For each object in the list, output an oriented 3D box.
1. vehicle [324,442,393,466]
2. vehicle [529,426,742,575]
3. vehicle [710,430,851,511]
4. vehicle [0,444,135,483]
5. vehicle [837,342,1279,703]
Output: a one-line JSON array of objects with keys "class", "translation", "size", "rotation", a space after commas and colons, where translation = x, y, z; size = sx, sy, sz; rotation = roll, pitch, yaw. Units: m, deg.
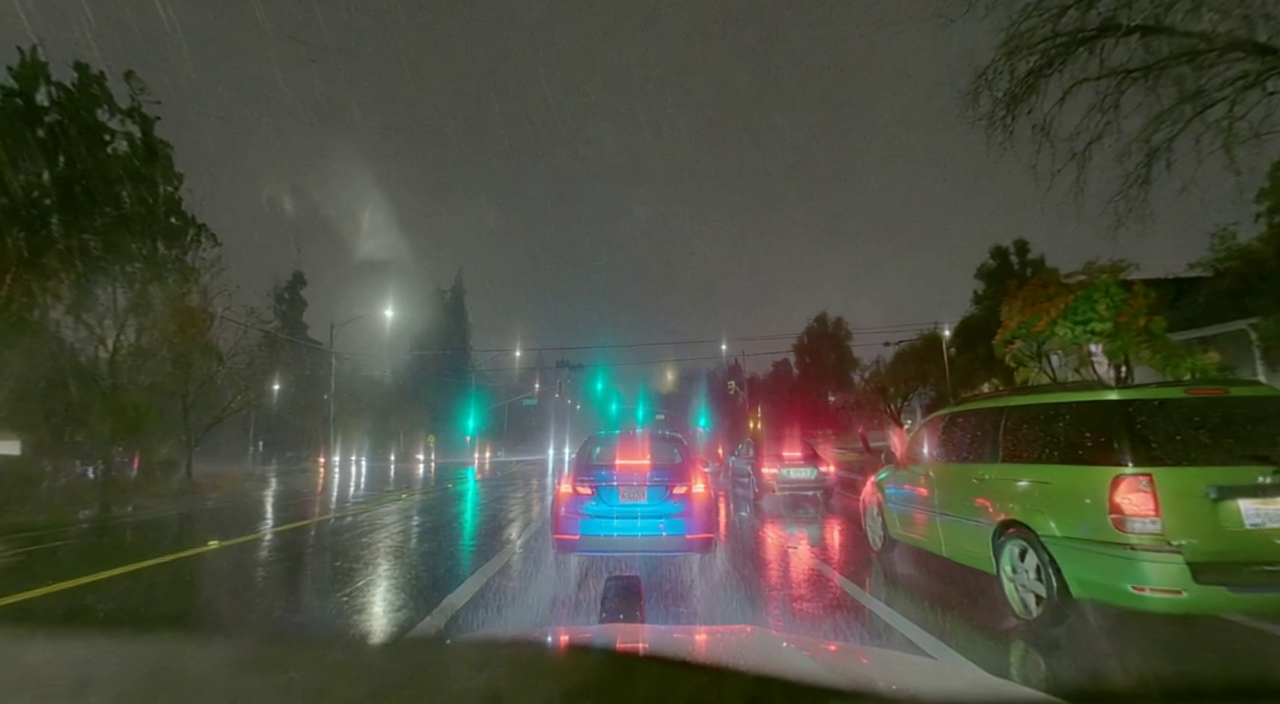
[{"class": "vehicle", "translation": [-19.930, 7.249, 44.862], "size": [3.957, 1.630, 1.881], "rotation": [0, -8, 0]}, {"class": "vehicle", "translation": [-0.092, 1.835, 8.622], "size": [2.186, 1.500, 4.141], "rotation": [0, -8, -1]}, {"class": "vehicle", "translation": [2.947, 2.609, 14.400], "size": [1.971, 1.517, 4.521], "rotation": [0, -8, -3]}, {"class": "vehicle", "translation": [-22.537, 4.344, 24.720], "size": [4.092, 1.438, 1.639], "rotation": [0, -8, 1]}, {"class": "vehicle", "translation": [3.363, 1.139, 5.222], "size": [2.006, 1.766, 4.345], "rotation": [0, -8, 0]}]
